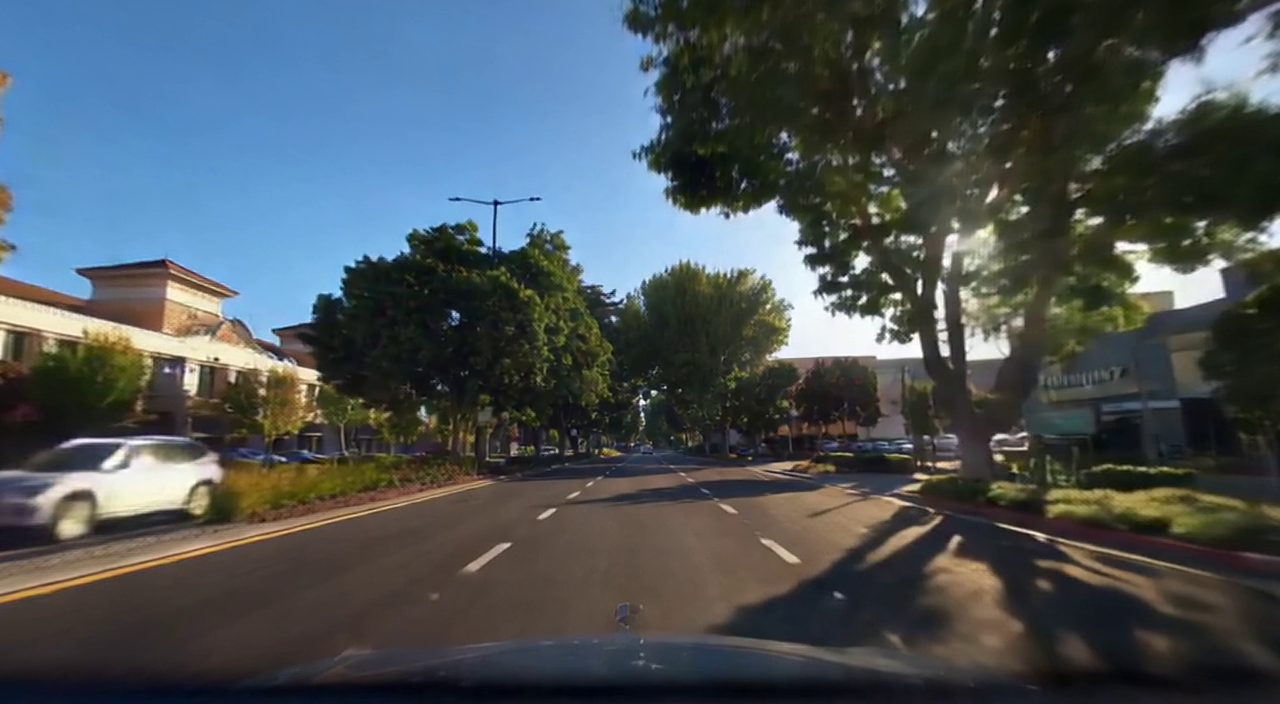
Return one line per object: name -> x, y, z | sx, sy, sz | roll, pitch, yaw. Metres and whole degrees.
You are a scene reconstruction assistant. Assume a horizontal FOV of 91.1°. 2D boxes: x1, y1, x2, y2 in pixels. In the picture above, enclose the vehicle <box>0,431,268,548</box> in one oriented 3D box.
vehicle -> -8.828, 2.205, 10.817 | 1.961, 1.559, 4.480 | -1, -9, 2
